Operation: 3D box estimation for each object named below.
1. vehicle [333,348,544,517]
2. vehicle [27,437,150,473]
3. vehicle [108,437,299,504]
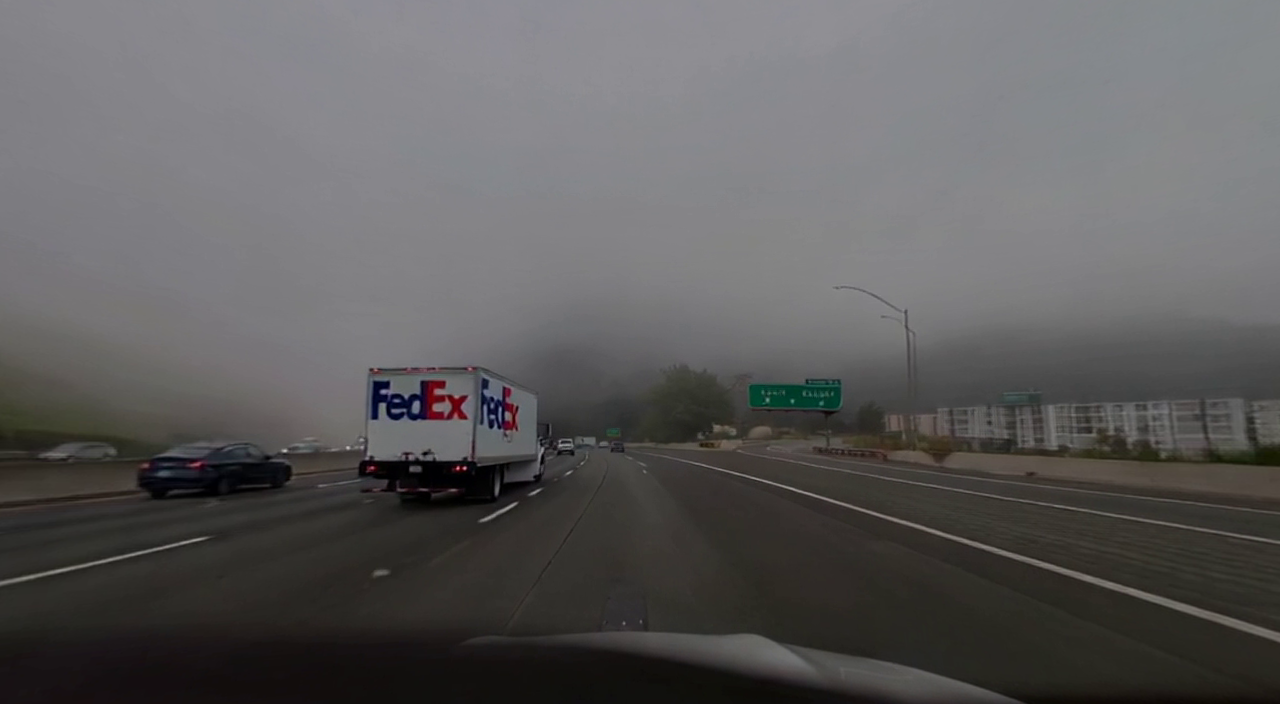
[{"bbox_3d":[-4.391,2.052,15.837,2.798,3.212,7.573,0,-8,0],"label":"vehicle"},{"bbox_3d":[-28.329,5.285,32.656,2.117,1.738,4.824,0,-8,-2],"label":"vehicle"},{"bbox_3d":[-11.792,3.198,17.563,1.981,1.607,4.703,0,-8,-1],"label":"vehicle"}]
